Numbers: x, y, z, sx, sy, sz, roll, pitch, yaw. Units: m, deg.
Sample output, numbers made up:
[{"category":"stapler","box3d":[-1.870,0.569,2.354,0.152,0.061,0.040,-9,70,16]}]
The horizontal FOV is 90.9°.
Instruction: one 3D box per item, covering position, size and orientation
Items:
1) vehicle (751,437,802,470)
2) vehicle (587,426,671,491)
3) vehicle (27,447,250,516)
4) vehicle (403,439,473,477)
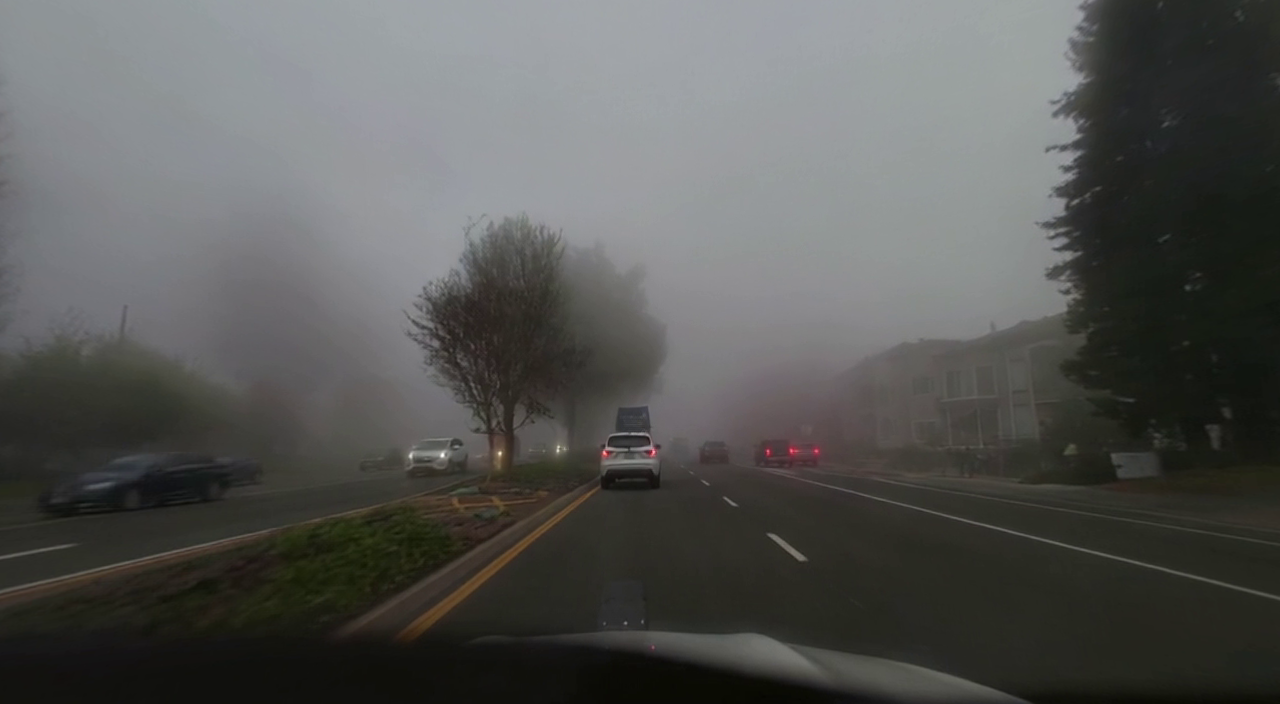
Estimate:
[{"category":"vehicle","box3d":[7.642,5.705,35.652,1.971,1.722,4.341,0,-8,1]},{"category":"vehicle","box3d":[-0.300,3.296,19.814,2.332,1.798,4.546,0,-8,0]},{"category":"vehicle","box3d":[-13.616,3.501,17.657,2.198,1.550,4.824,-2,-8,2]},{"category":"vehicle","box3d":[-10.100,5.315,31.880,2.010,1.760,4.406,-1,-8,1]}]
